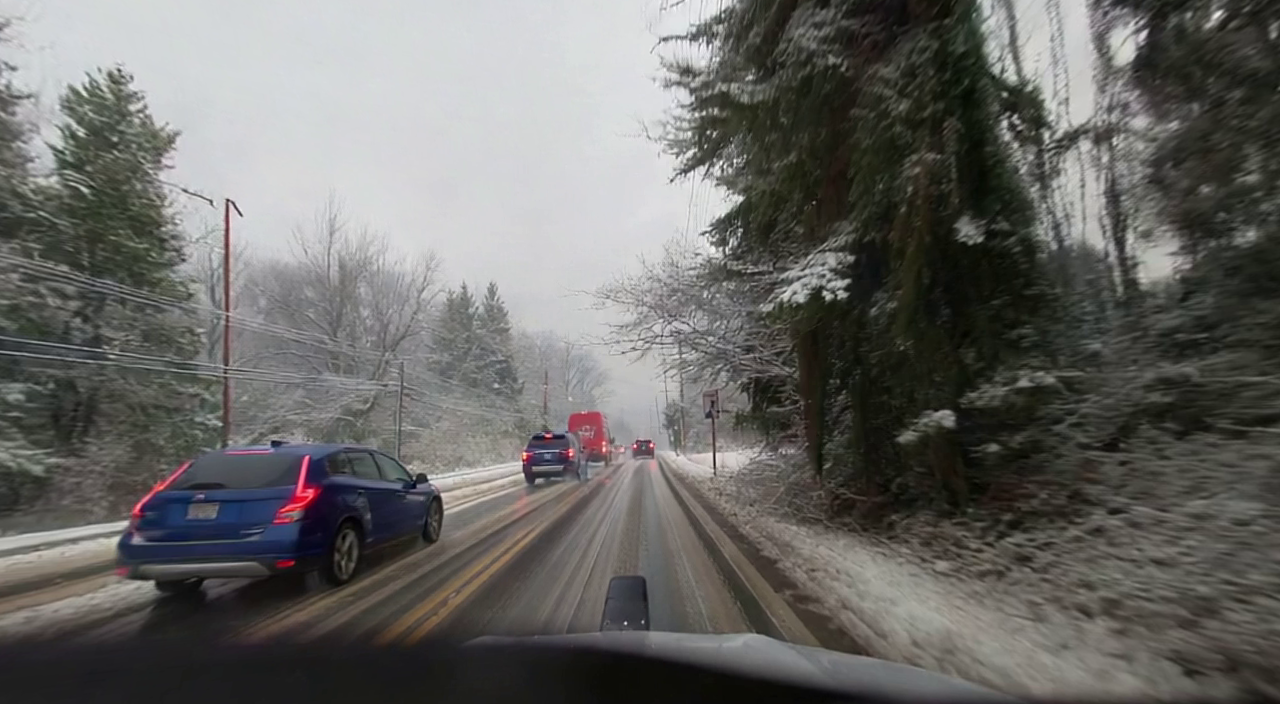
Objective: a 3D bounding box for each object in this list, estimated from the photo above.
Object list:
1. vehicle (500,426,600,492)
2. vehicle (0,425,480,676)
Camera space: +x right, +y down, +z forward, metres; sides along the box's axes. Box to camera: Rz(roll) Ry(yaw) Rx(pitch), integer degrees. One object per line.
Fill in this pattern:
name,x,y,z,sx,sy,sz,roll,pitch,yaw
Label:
vehicle,-2.649,3.360,20.173,2.187,1.821,5.501,-1,-8,2
vehicle,-3.199,1.526,6.147,1.966,1.466,4.699,0,-8,1
